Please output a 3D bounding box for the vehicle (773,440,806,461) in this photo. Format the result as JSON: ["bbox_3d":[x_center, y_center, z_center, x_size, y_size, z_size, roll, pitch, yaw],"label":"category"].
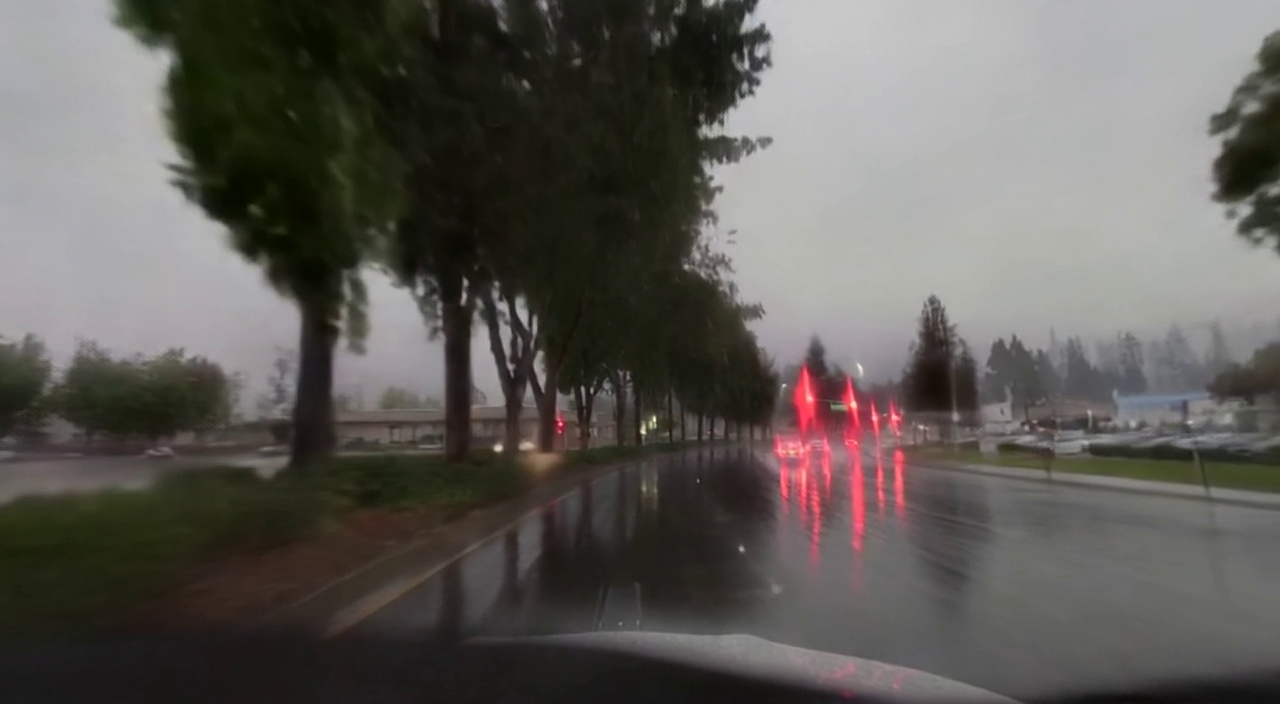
[{"bbox_3d":[11.098,7.314,47.188,1.988,1.460,3.996,-1,-8,7],"label":"vehicle"}]
